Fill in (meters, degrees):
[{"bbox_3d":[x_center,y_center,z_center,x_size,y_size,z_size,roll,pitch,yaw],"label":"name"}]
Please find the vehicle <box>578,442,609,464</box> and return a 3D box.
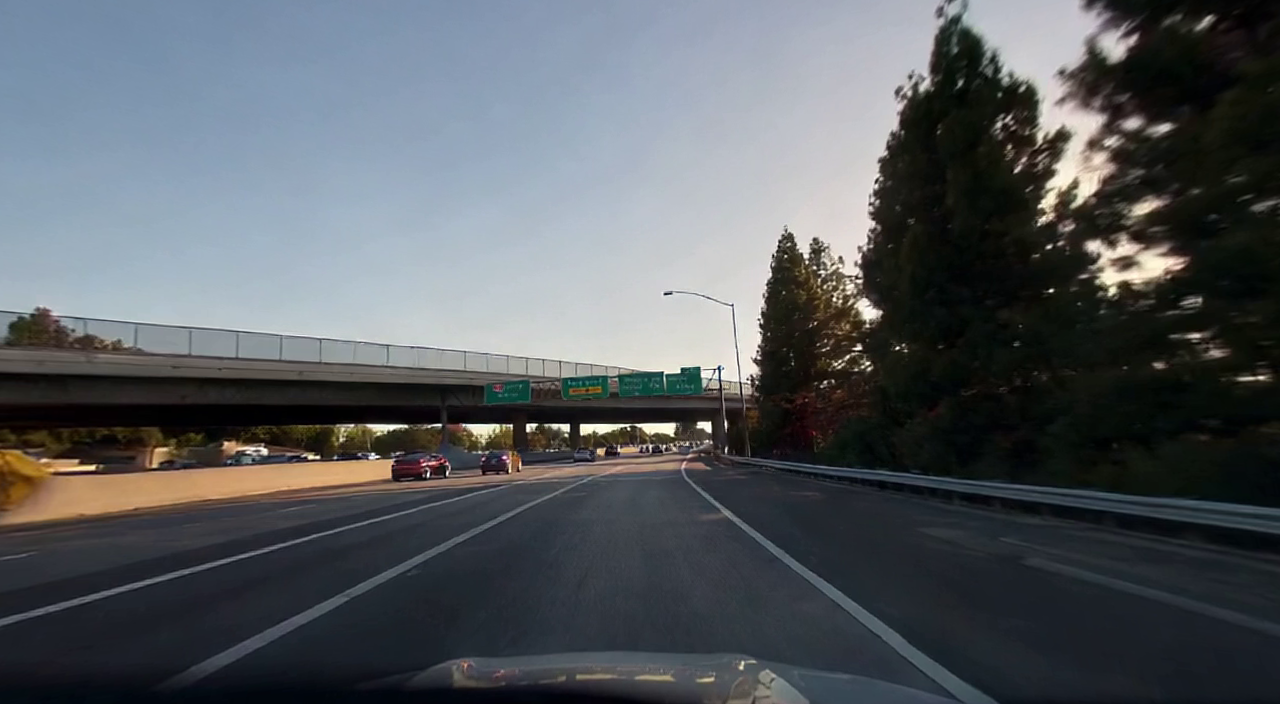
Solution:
[{"bbox_3d":[-3.451,7.627,47.730,2.271,1.537,4.029,0,-9,-3],"label":"vehicle"}]
